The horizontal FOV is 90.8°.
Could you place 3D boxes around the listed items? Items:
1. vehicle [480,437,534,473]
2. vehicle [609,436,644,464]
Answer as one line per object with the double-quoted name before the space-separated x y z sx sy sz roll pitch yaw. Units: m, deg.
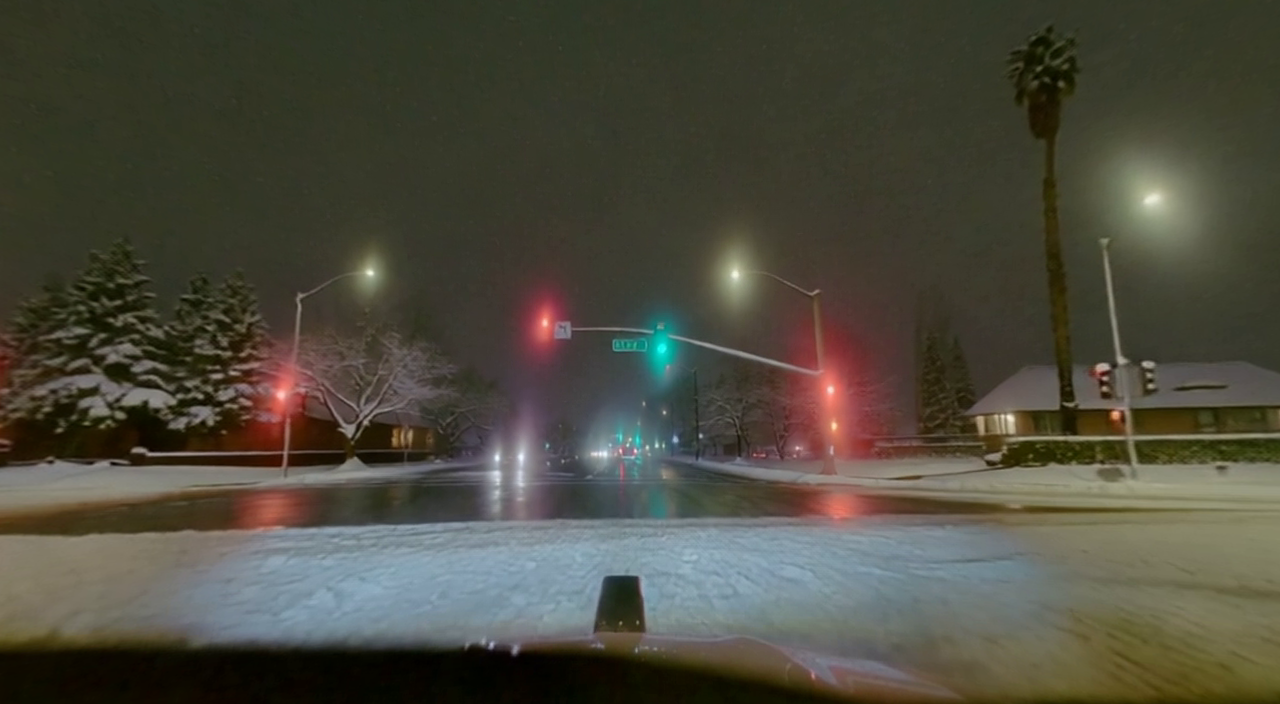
"vehicle" -6.724 5.215 32.286 1.983 1.684 3.938 0 -8 -1
"vehicle" -1.017 6.896 44.450 2.248 1.833 4.798 0 -8 -3
